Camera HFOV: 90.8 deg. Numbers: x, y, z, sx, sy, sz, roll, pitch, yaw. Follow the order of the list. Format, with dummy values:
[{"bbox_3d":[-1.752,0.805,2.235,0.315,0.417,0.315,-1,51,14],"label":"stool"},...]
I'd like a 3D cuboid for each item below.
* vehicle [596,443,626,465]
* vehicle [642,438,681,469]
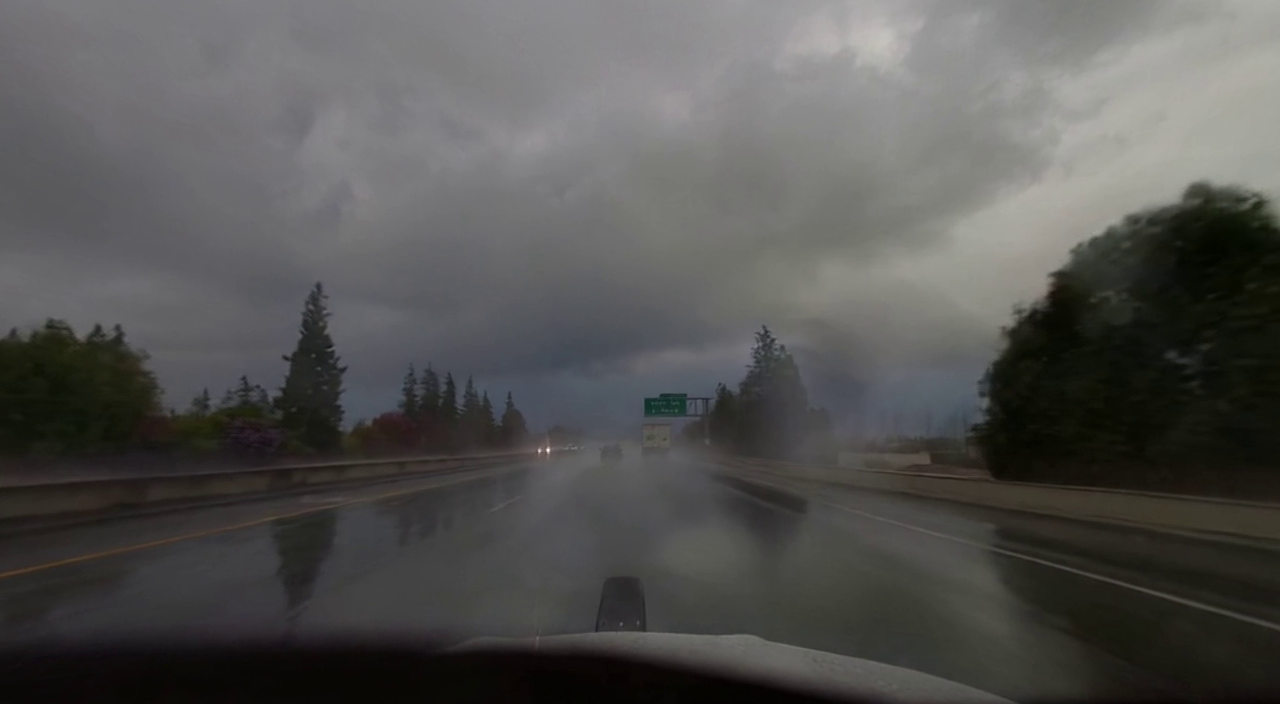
[{"bbox_3d":[-2.121,7.739,47.983,2.173,1.598,4.293,0,-9,-1],"label":"vehicle"},{"bbox_3d":[1.361,6.712,41.916,2.139,1.925,4.312,1,-9,-3],"label":"vehicle"}]
